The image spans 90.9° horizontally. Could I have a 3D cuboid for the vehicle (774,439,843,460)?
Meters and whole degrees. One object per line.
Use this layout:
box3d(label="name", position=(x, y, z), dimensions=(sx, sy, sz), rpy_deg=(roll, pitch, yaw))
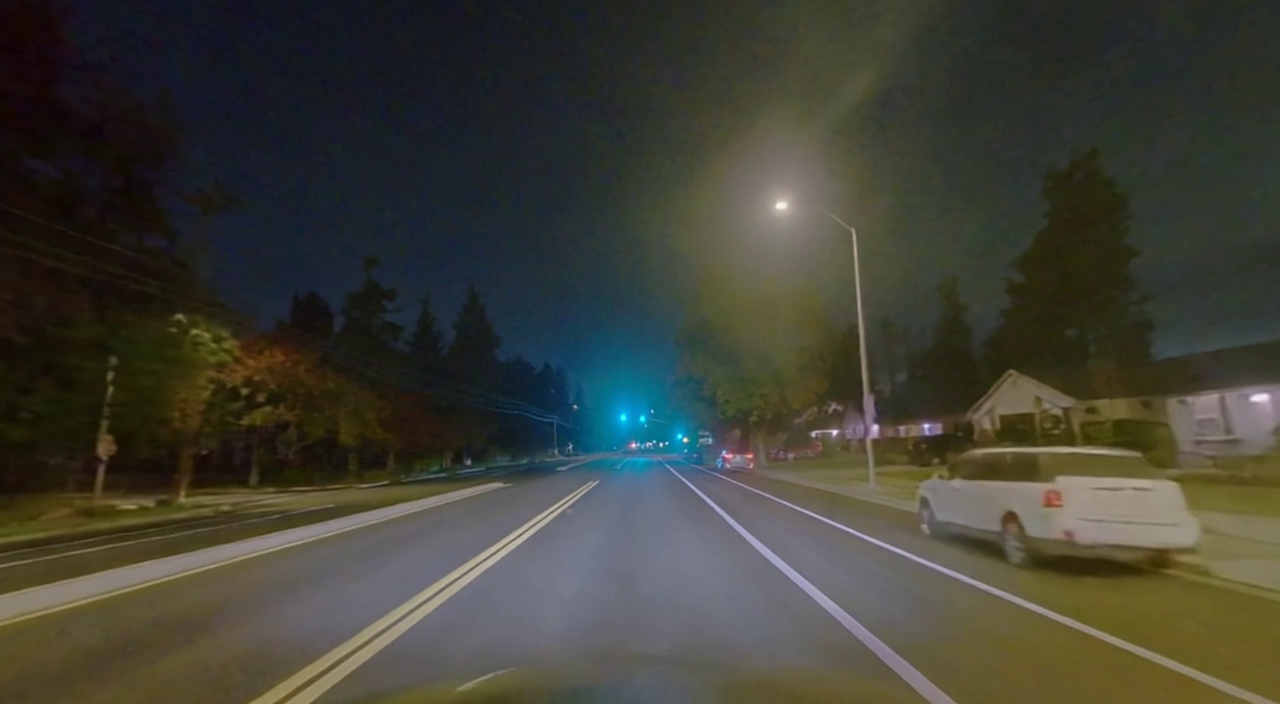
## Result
box3d(label="vehicle", position=(12.385, 7.200, 46.546), dimensions=(4.502, 1.470, 1.839), rpy_deg=(0, -8, -1))

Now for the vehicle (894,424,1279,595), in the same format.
box3d(label="vehicle", position=(5.000, 1.757, 7.911), dimensions=(1.955, 1.549, 4.129), rpy_deg=(0, -8, 1))

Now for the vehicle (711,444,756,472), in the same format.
box3d(label="vehicle", position=(5.343, 6.123, 36.707), dimensions=(2.032, 1.478, 5.040), rpy_deg=(0, -8, 2))
